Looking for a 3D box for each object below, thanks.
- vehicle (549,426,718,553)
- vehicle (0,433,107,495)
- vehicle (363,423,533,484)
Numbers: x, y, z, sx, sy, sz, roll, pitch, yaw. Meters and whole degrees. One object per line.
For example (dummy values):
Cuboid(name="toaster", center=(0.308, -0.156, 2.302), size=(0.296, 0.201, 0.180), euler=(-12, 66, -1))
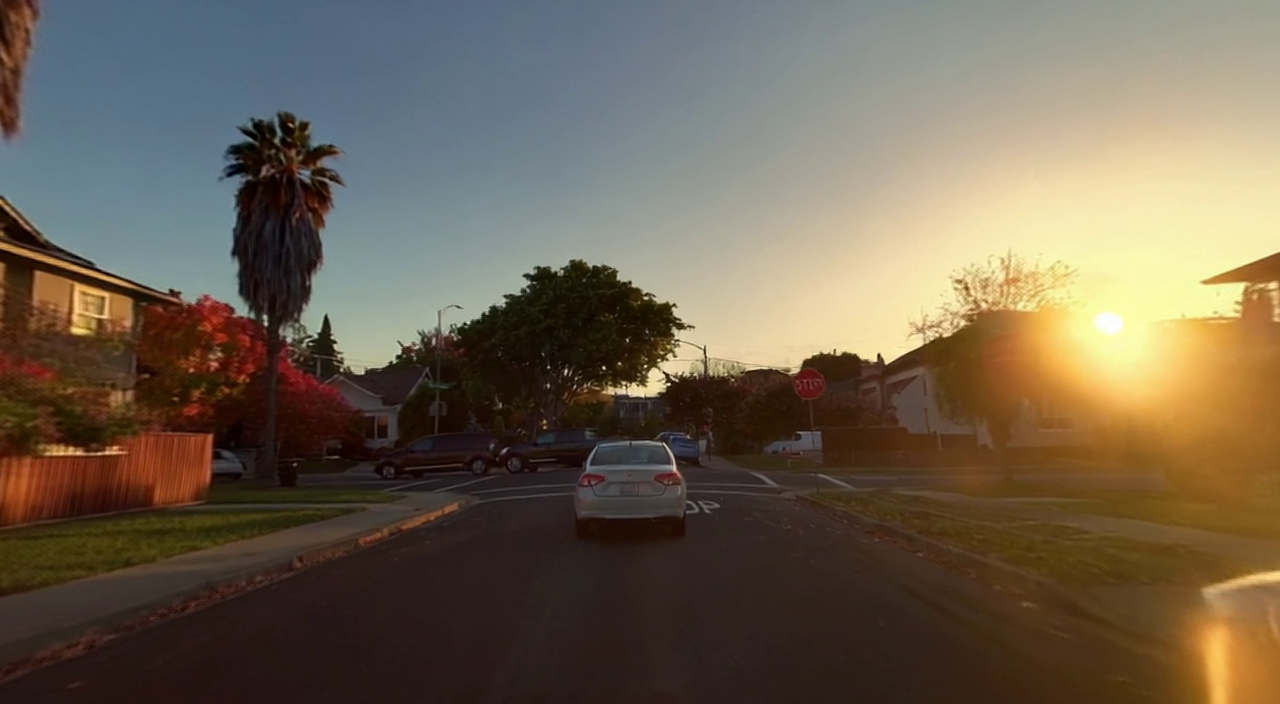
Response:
Cuboid(name="vehicle", center=(-0.084, 1.959, 9.627), size=(2.010, 1.499, 4.107), euler=(0, -9, 0))
Cuboid(name="vehicle", center=(-20.810, 3.727, 20.680), size=(4.603, 1.858, 2.191), euler=(-3, -8, 2))
Cuboid(name="vehicle", center=(-7.349, 3.850, 23.931), size=(6.308, 2.057, 2.353), euler=(-5, -10, 28))
